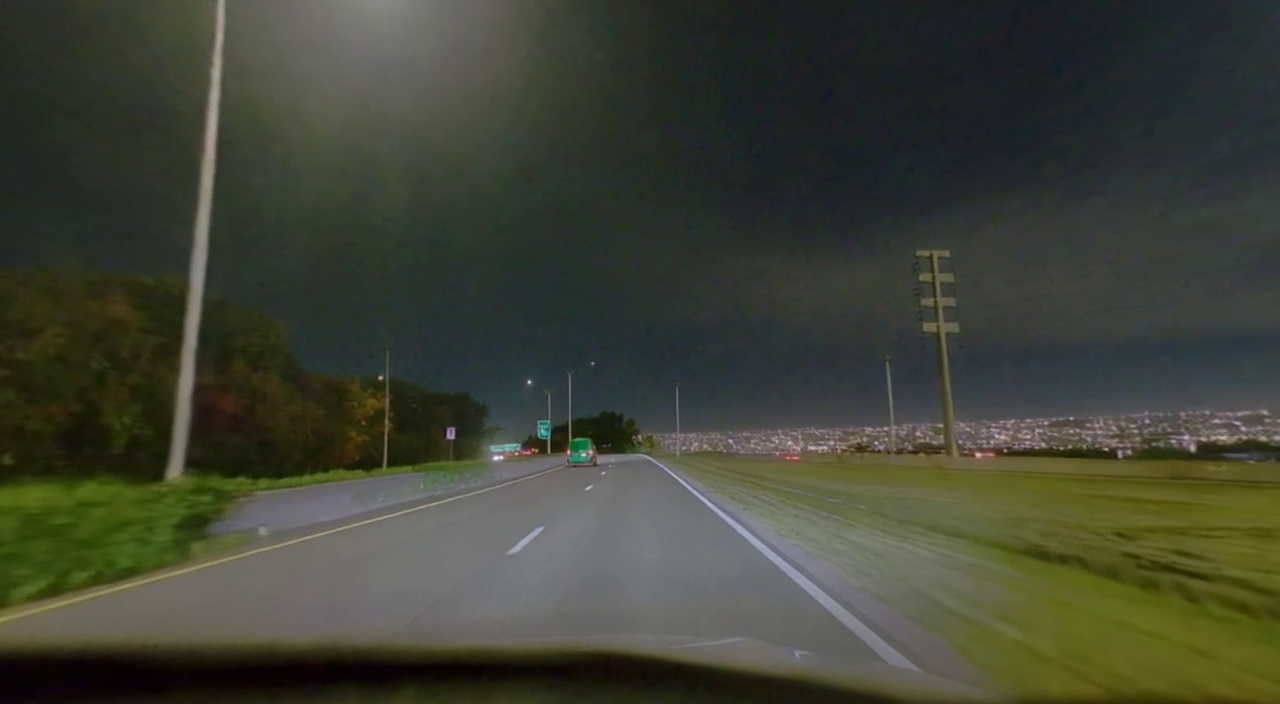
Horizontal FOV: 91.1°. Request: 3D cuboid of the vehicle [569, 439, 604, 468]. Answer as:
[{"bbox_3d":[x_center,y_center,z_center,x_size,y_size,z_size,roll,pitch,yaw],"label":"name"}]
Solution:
[{"bbox_3d":[-3.896,7.463,46.437,2.270,2.023,4.632,0,-9,-2],"label":"vehicle"}]
